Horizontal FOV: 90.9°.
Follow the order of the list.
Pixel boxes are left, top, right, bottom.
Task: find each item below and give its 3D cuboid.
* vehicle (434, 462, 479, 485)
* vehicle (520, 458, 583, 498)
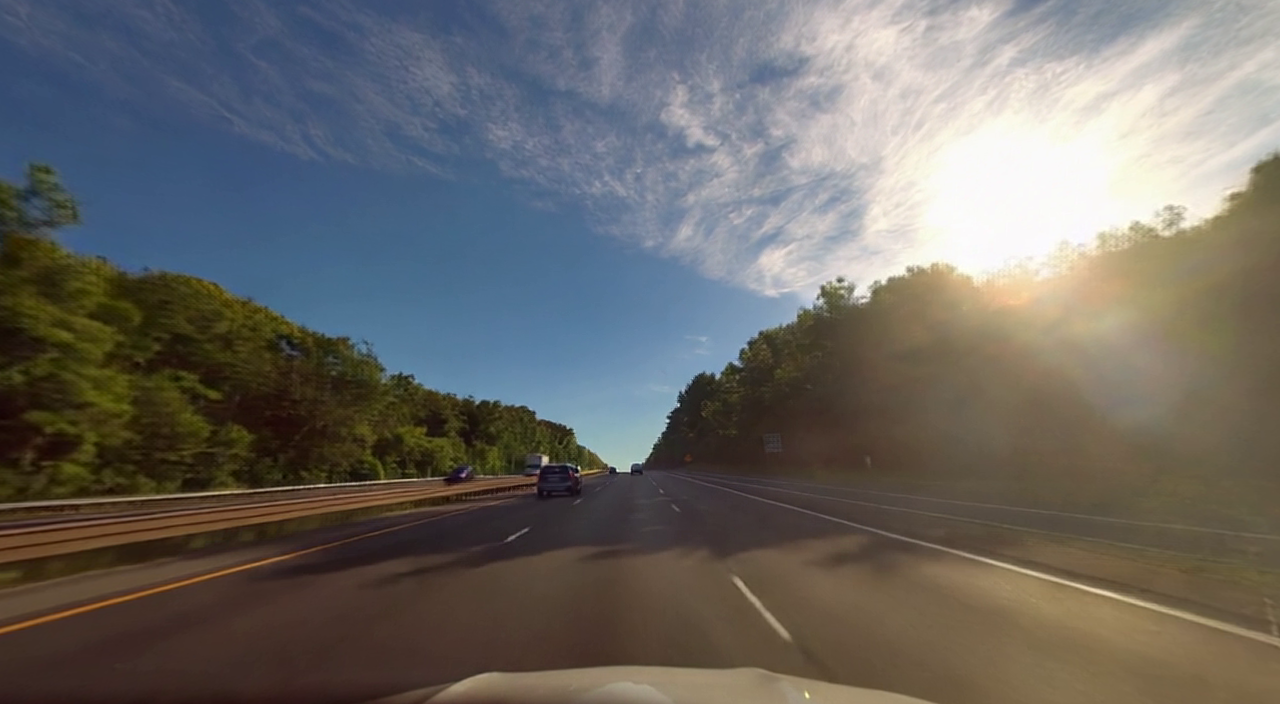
[{"bbox_3d":[-13.173,8.724,45.425,1.885,1.534,4.116,0,-10,1],"label":"vehicle"},{"bbox_3d":[-3.829,5.545,27.943,2.081,1.586,4.245,0,-10,1],"label":"vehicle"}]
